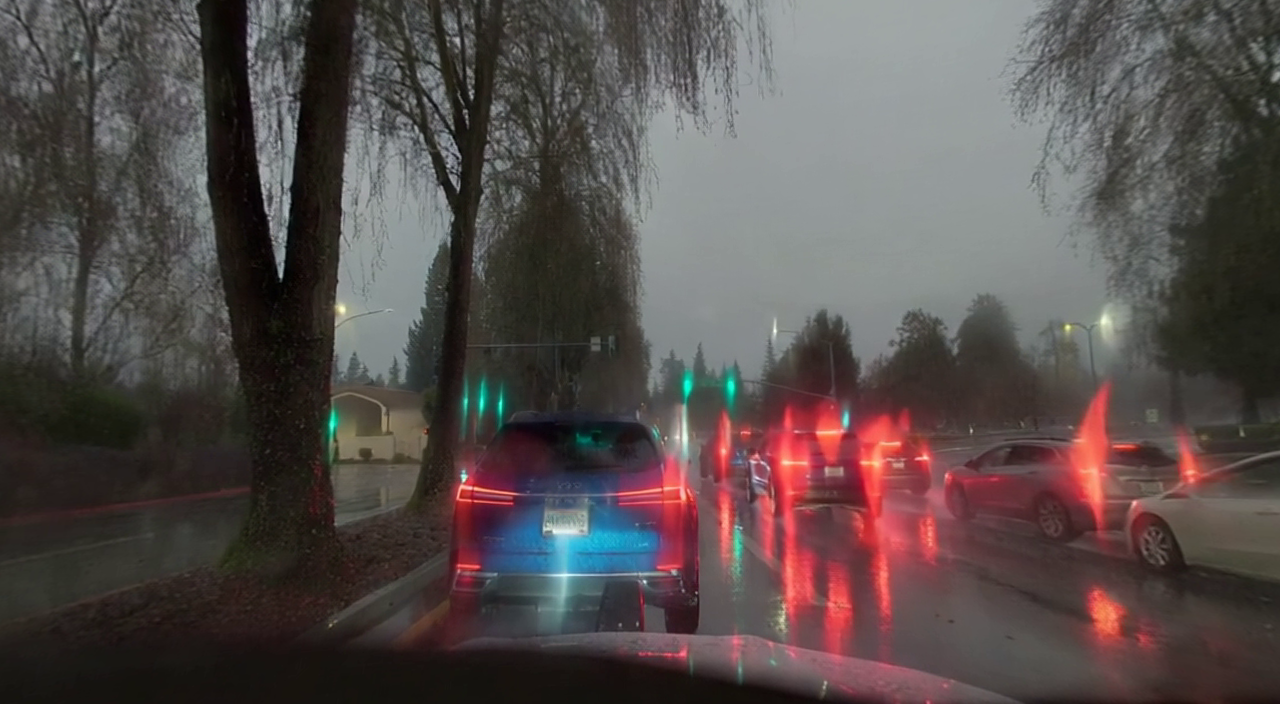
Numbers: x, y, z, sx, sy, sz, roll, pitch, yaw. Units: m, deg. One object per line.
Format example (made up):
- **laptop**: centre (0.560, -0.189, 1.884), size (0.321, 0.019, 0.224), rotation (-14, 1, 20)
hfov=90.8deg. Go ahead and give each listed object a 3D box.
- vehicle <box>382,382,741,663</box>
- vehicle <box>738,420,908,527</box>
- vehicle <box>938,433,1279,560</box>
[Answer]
- **vehicle**: centre (-0.429, 1.358, 6.090), size (2.201, 1.709, 4.271), rotation (0, -9, 1)
- **vehicle**: centre (3.255, 2.267, 12.303), size (1.963, 1.682, 4.407), rotation (0, -9, 0)
- **vehicle**: centre (6.592, 2.019, 9.646), size (1.894, 1.445, 4.565), rotation (0, -9, 0)
